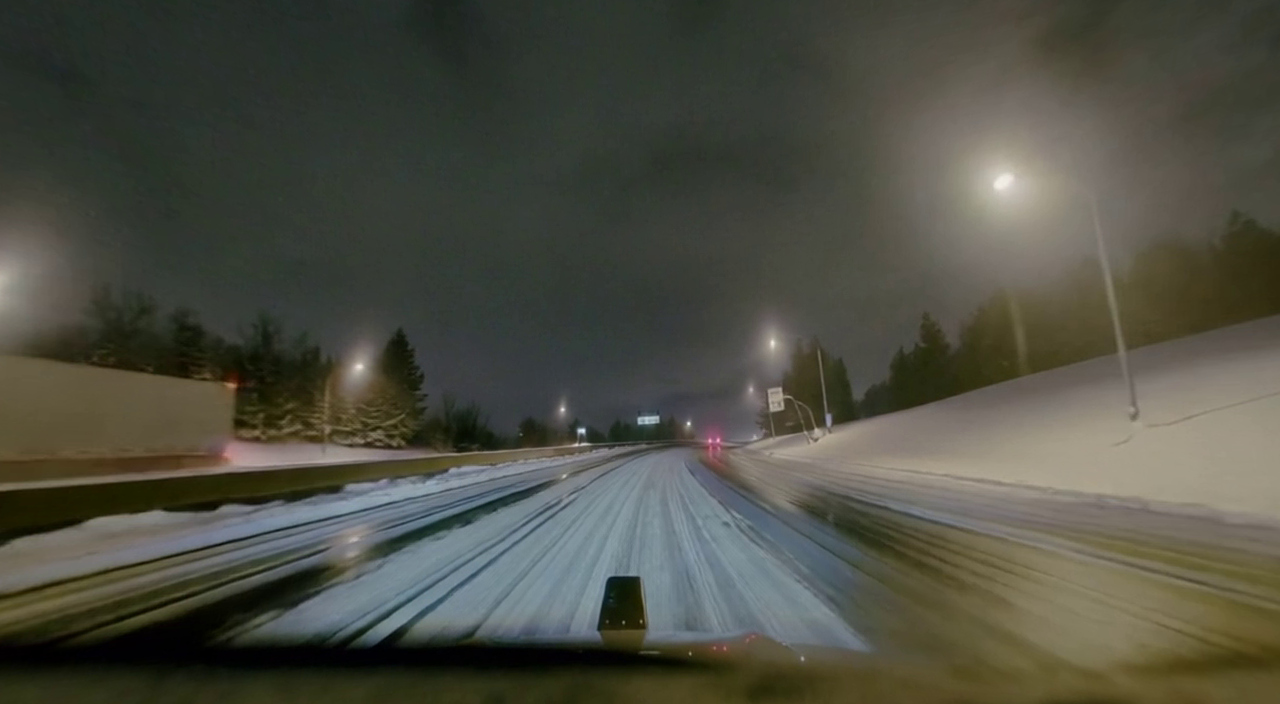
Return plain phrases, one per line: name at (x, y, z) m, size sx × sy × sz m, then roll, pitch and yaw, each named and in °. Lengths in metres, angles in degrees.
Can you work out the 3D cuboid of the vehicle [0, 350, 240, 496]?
vehicle at (-19.022, 2.040, 17.919) m, size 2.915 × 3.953 × 18.794 m, roll 0°, pitch -8°, yaw 1°
